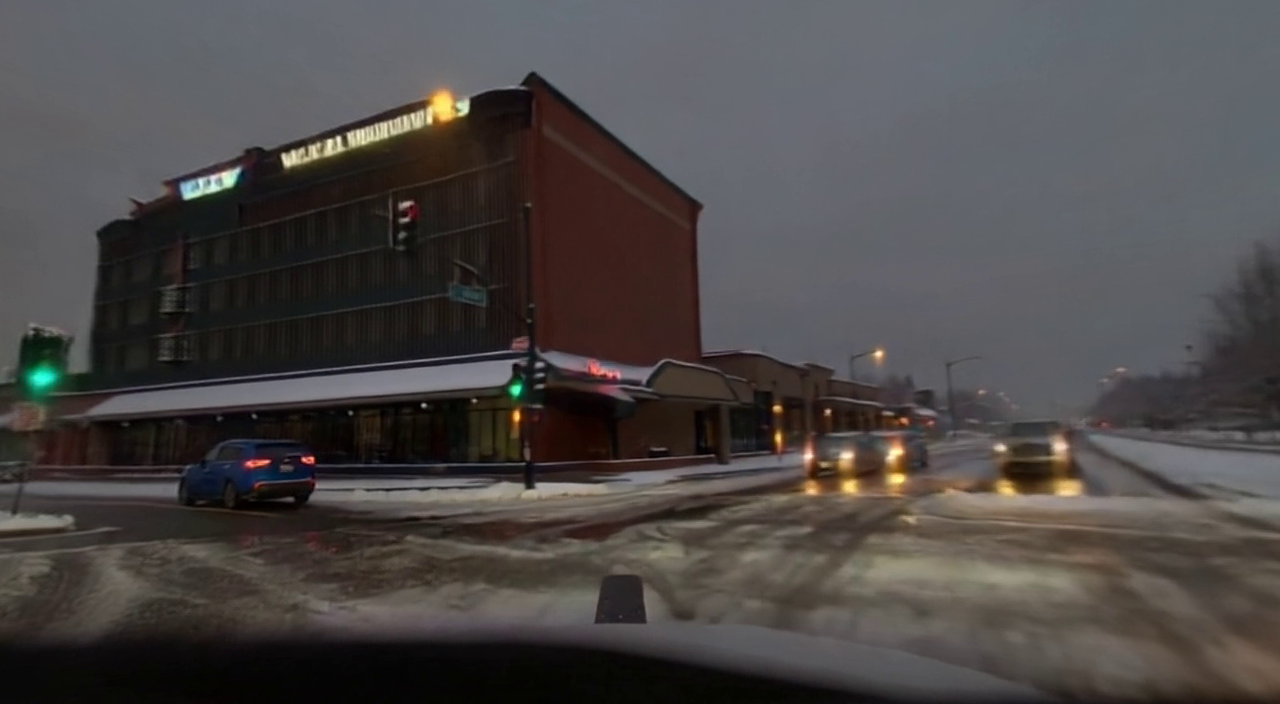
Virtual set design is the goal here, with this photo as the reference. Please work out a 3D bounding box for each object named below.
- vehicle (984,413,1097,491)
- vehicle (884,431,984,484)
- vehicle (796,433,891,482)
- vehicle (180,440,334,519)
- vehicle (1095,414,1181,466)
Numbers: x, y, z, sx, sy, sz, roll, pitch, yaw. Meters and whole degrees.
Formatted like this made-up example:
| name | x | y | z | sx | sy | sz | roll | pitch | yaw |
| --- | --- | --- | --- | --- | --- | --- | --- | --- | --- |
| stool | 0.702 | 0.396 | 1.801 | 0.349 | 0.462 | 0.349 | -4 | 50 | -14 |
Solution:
| name | x | y | z | sx | sy | sz | roll | pitch | yaw |
| --- | --- | --- | --- | --- | --- | --- | --- | --- | --- |
| vehicle | 11.013 | 2.684 | 17.194 | 2.162 | 1.788 | 4.602 | -6 | -10 | 35 |
| vehicle | 9.832 | 3.453 | 20.936 | 2.163 | 1.529 | 4.210 | -6 | -10 | 35 |
| vehicle | 7.602 | 3.846 | 23.350 | 2.005 | 1.596 | 4.342 | -6 | -10 | 36 |
| vehicle | -10.158 | 3.231 | 16.616 | 4.445 | 1.762 | 2.238 | -8 | -12 | 43 |
| vehicle | 22.989 | 4.088 | 29.430 | 2.453 | 2.122 | 5.431 | -5 | -9 | 32 |
